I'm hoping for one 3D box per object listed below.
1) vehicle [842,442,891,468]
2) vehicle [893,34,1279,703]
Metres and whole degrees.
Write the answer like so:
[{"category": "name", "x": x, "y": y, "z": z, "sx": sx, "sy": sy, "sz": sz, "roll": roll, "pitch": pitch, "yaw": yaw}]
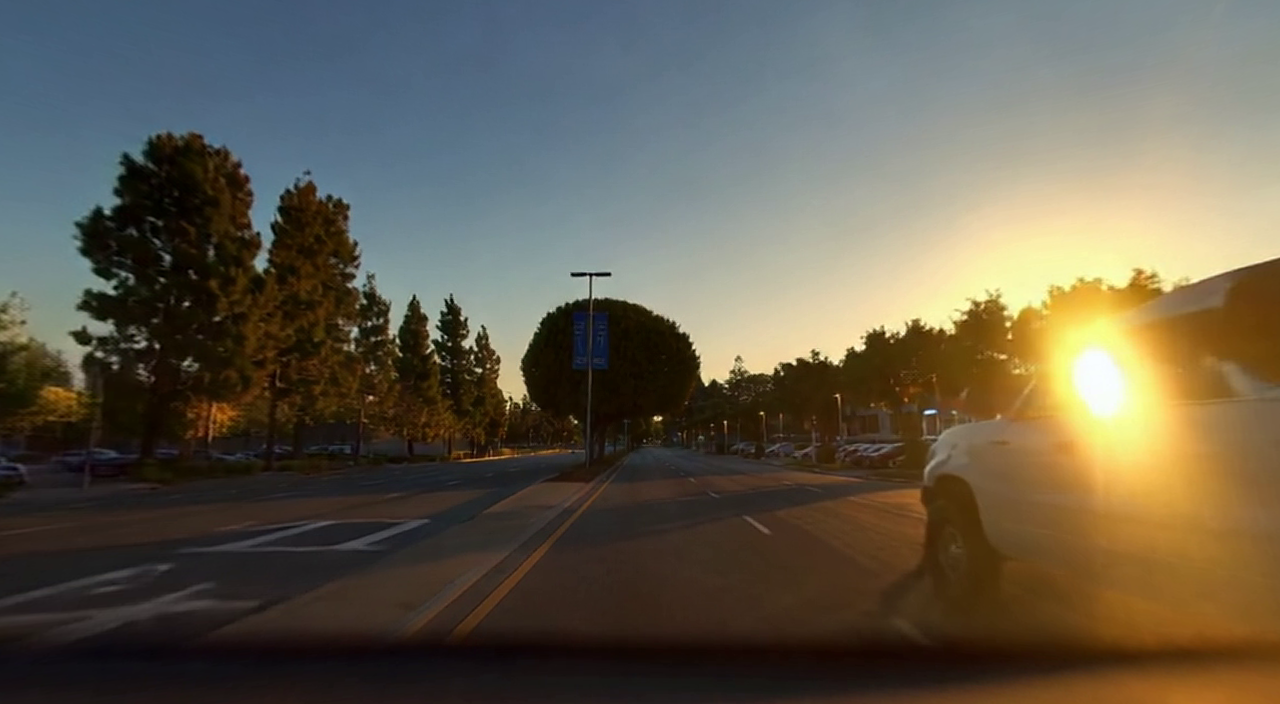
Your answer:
[{"category": "vehicle", "x": 16.880, "y": 7.678, "z": 47.122, "sx": 1.882, "sy": 1.699, "sz": 4.367, "roll": -2, "pitch": -7, "yaw": -2}, {"category": "vehicle", "x": 3.294, "y": 0.339, "z": 2.149, "sx": 2.484, "sy": 2.642, "sz": 5.990, "roll": 0, "pitch": -8, "yaw": 2}]
